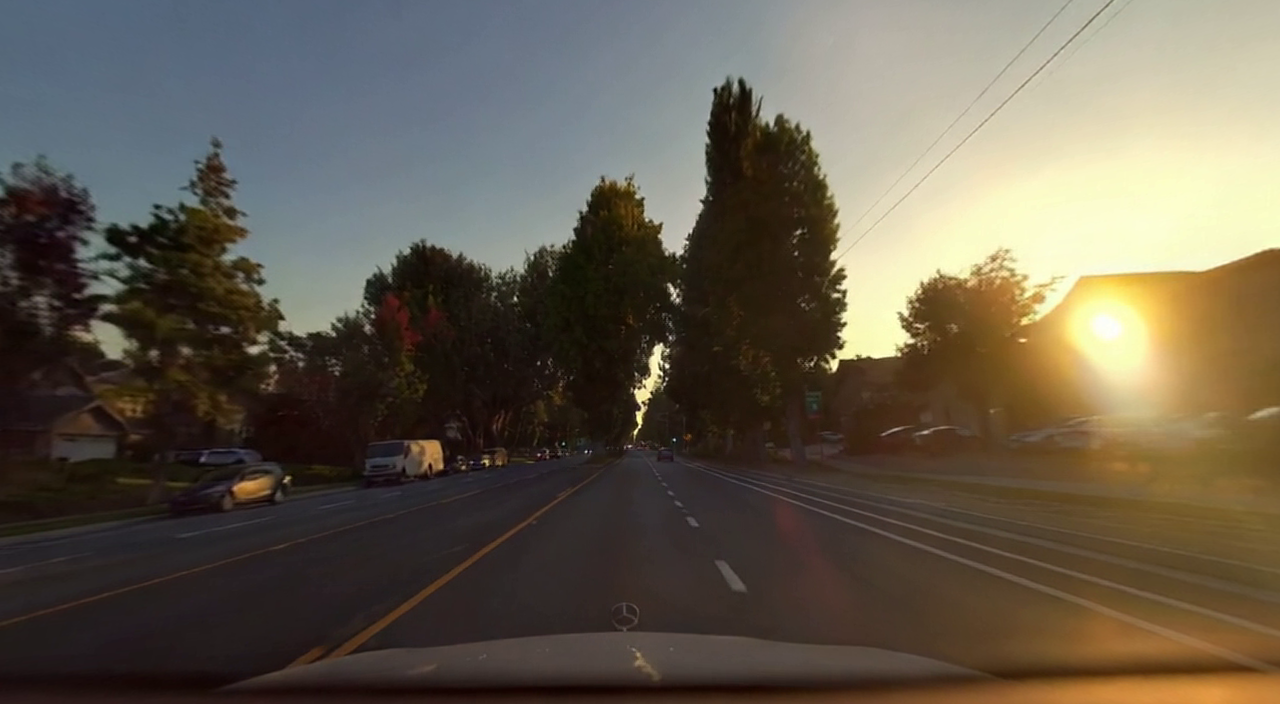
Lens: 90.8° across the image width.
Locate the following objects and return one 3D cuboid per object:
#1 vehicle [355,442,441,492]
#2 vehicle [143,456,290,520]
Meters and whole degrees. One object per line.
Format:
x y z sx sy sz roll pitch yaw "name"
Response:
-12.396 5.893 32.840 2.630 2.286 5.309 -1 -9 -3 "vehicle"
-12.360 3.942 18.806 1.762 1.552 3.901 -2 -9 -2 "vehicle"
